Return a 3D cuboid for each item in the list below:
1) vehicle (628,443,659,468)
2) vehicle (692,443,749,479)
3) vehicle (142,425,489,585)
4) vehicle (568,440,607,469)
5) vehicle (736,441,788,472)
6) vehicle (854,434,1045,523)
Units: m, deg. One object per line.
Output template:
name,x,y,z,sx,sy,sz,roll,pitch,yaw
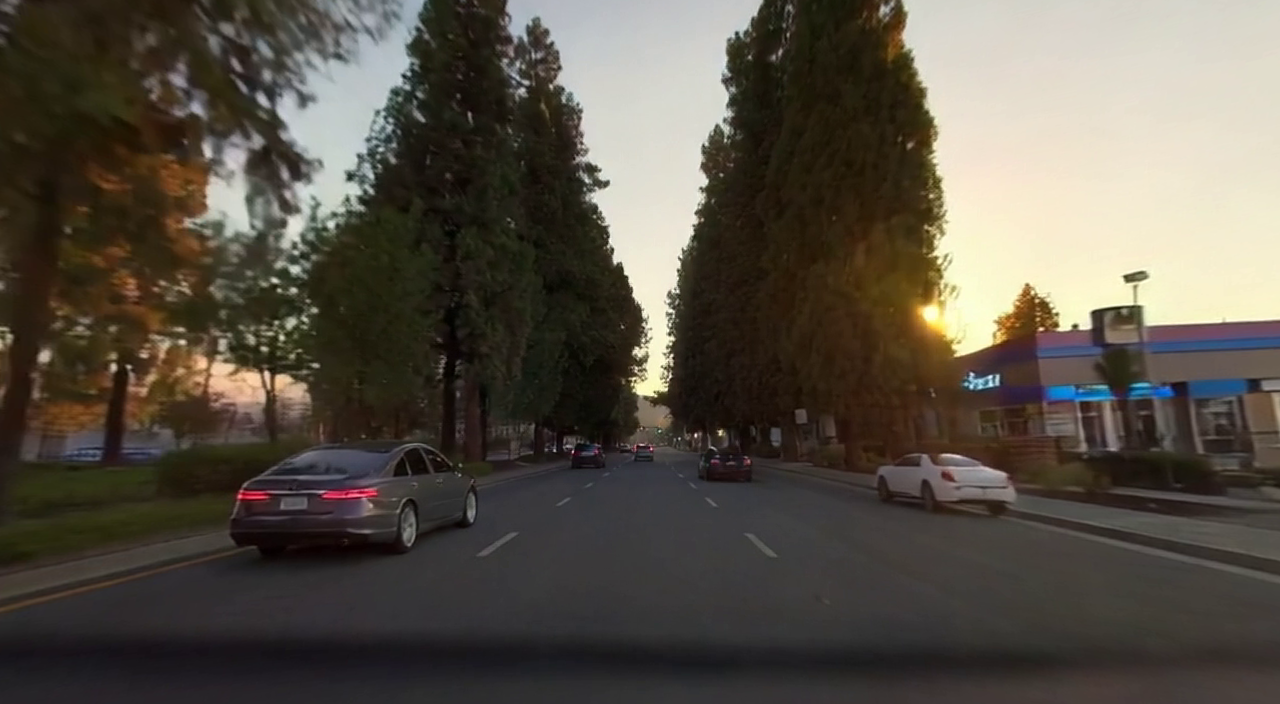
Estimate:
vehicle,0.243,6.687,40.903,1.922,1.579,3.642,0,-8,0
vehicle,3.533,4.865,28.544,2.010,1.486,4.498,0,-8,0
vehicle,-3.785,1.869,8.757,1.988,1.530,5.155,0,-8,1
vehicle,-3.364,6.653,41.014,2.051,1.747,4.370,0,-8,1
vehicle,6.819,5.908,35.798,1.988,1.659,4.508,0,-9,-1
vehicle,6.374,2.626,13.667,1.983,1.599,4.243,0,-9,0
